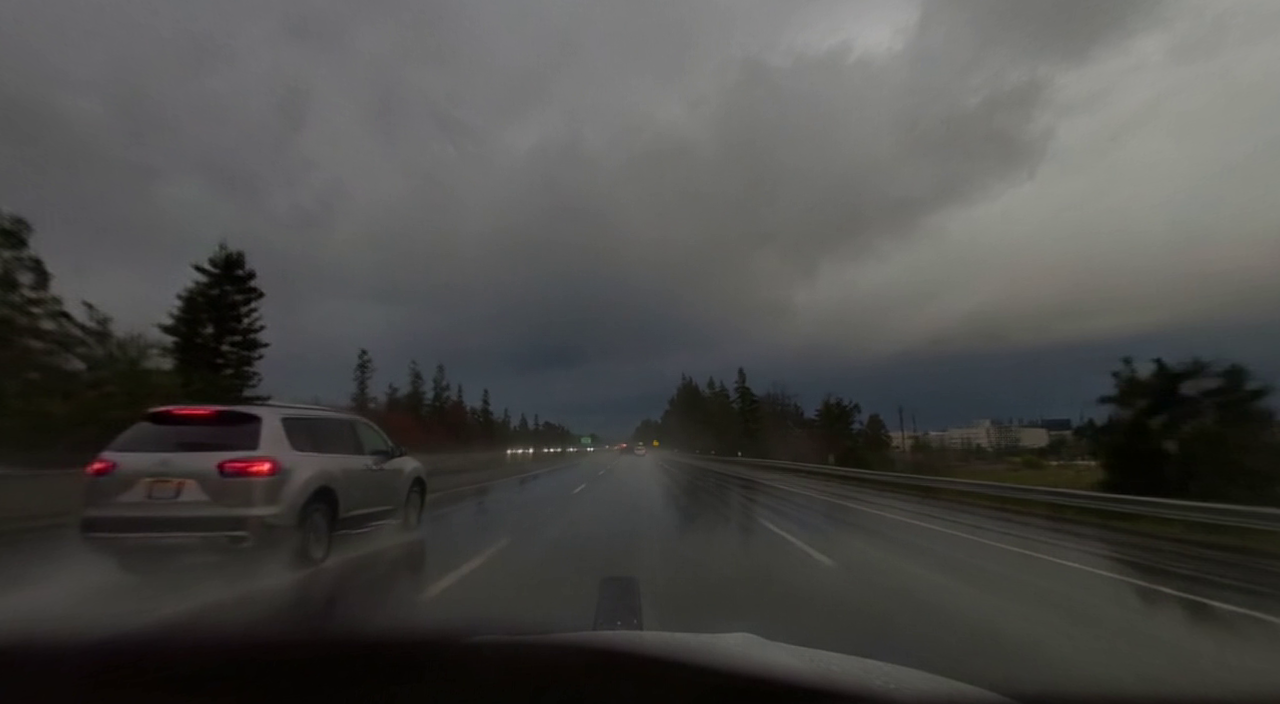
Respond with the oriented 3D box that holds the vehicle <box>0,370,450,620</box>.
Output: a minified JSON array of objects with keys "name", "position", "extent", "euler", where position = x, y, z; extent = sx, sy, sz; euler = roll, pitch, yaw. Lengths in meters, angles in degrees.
[{"name":"vehicle","position":[-3.924,1.376,6.845],"extent":[2.292,1.802,4.481],"euler":[0,-9,0]}]
